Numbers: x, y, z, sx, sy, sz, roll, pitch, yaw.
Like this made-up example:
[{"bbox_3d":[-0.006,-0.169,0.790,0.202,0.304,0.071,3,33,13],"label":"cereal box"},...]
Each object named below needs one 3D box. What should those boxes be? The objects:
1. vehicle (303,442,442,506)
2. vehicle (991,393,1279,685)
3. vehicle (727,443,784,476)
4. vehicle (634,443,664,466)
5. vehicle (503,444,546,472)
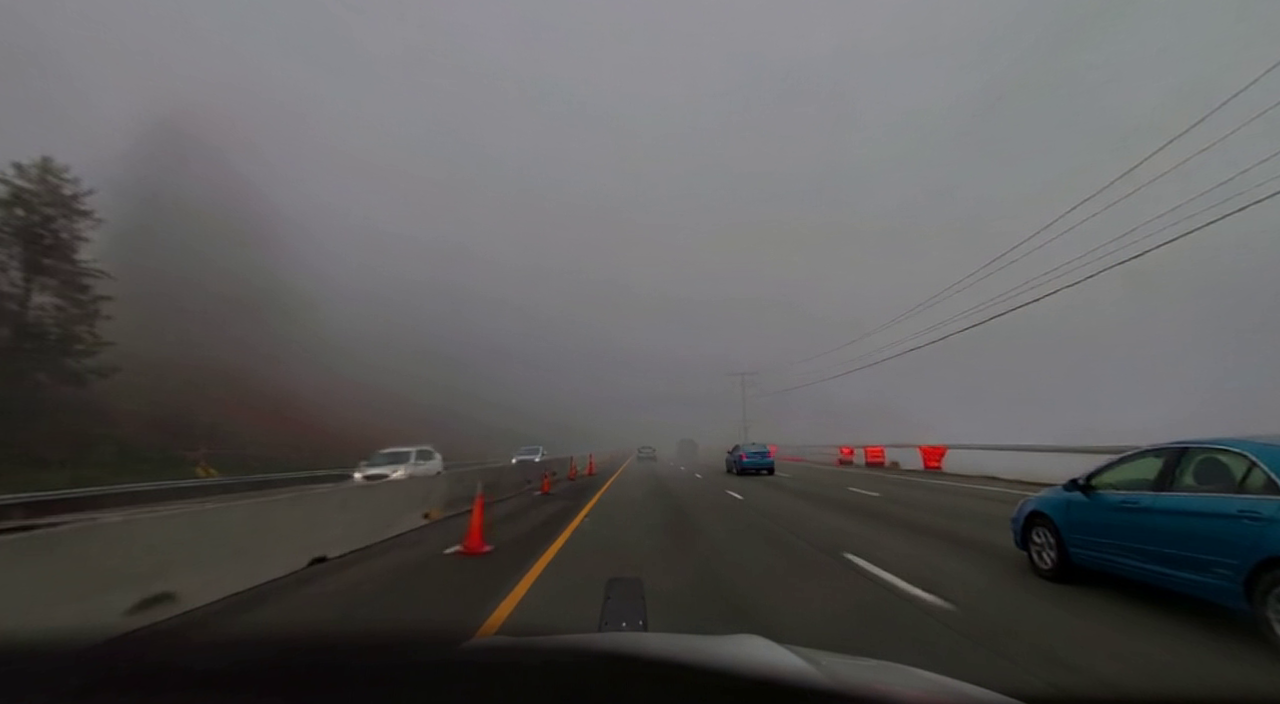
[{"bbox_3d":[-7.646,3.492,18.670,1.941,1.594,4.791,0,-8,1],"label":"vehicle"},{"bbox_3d":[4.462,1.077,3.902,1.997,1.568,4.529,0,-8,1],"label":"vehicle"},{"bbox_3d":[5.385,5.072,29.967,1.881,1.409,4.016,0,-8,-1],"label":"vehicle"},{"bbox_3d":[0.624,7.625,47.190,2.096,1.583,4.150,0,-8,-1],"label":"vehicle"},{"bbox_3d":[-7.140,6.545,39.290,1.888,1.605,3.922,0,-8,1],"label":"vehicle"}]
